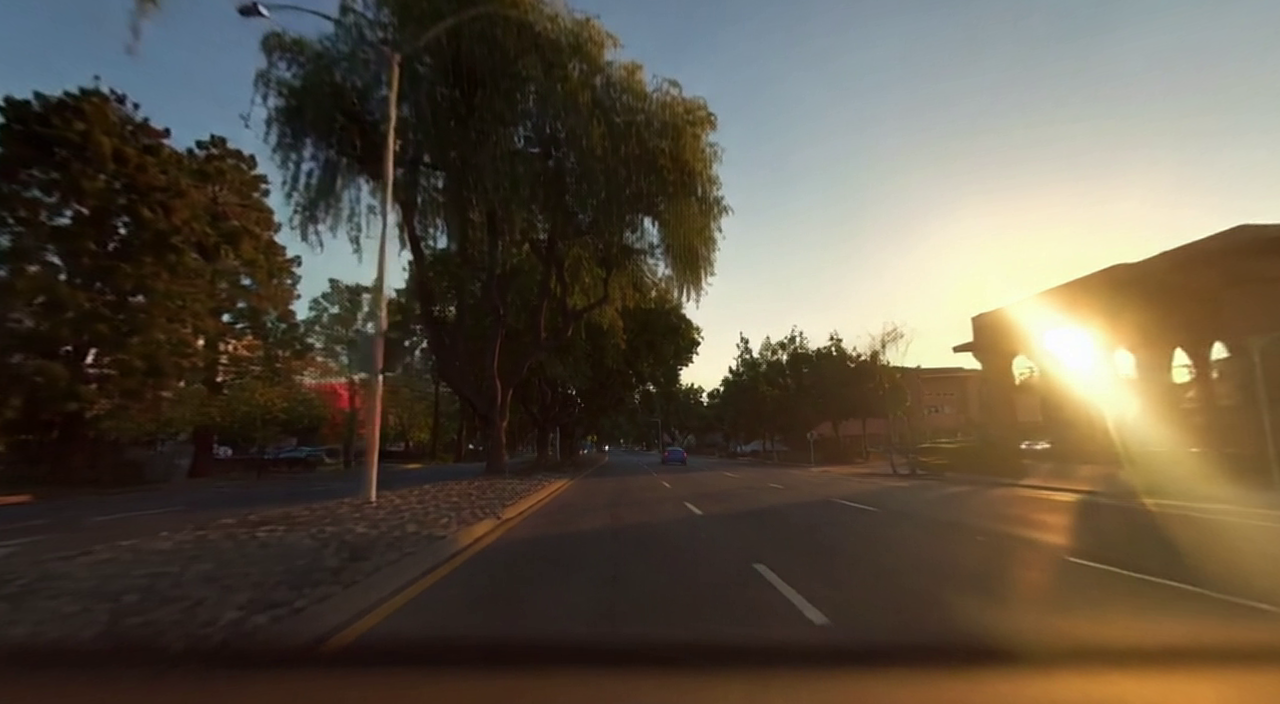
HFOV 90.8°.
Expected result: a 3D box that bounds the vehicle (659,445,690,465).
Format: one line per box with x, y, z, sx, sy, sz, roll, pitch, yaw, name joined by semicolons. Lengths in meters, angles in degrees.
2.679;8.086;49.841;1.913;1.473;4.360;0;-9;-4;vehicle
